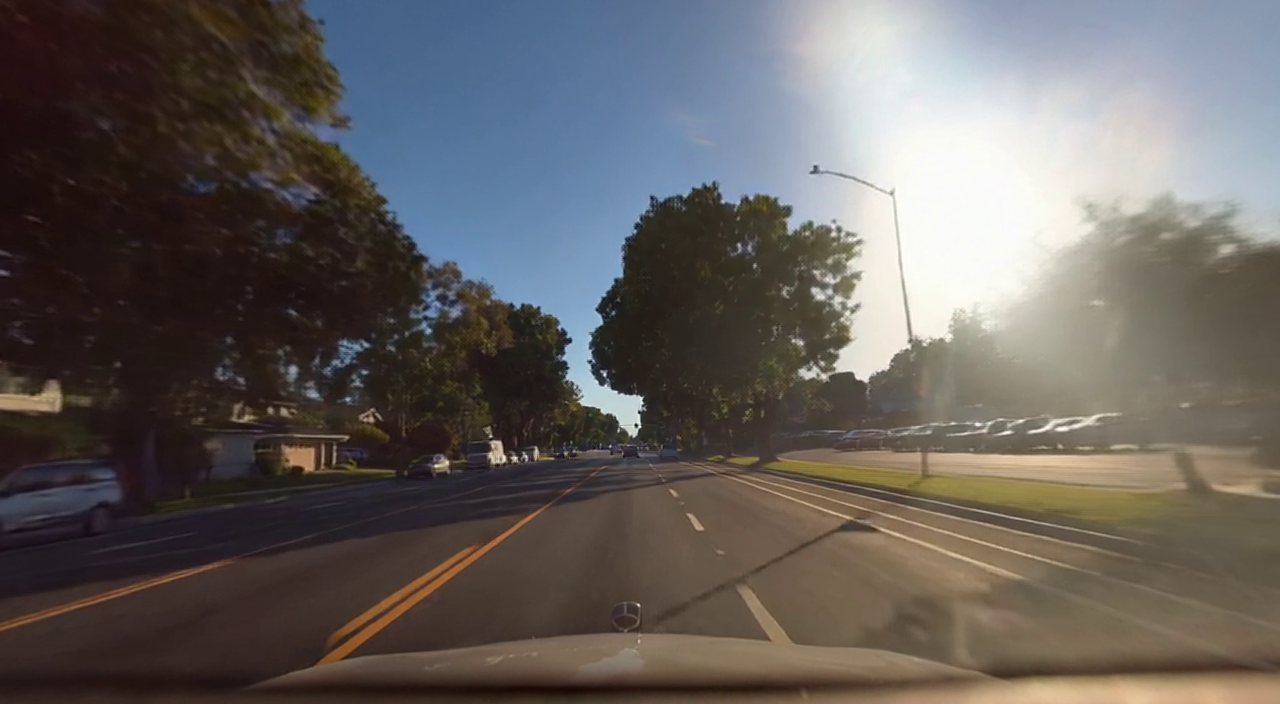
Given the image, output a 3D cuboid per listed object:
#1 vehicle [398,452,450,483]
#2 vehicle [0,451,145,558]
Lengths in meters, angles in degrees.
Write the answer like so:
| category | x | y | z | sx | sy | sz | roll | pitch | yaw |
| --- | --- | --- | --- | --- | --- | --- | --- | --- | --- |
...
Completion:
| category | x | y | z | sx | sy | sz | roll | pitch | yaw |
| --- | --- | --- | --- | --- | --- | --- | --- | --- | --- |
| vehicle | -12.402 | 6.615 | 36.491 | 1.762 | 1.552 | 3.901 | -3 | -9 | -2 |
| vehicle | -12.232 | 2.897 | 12.186 | 2.000 | 1.821 | 4.314 | -2 | -8 | -3 |
